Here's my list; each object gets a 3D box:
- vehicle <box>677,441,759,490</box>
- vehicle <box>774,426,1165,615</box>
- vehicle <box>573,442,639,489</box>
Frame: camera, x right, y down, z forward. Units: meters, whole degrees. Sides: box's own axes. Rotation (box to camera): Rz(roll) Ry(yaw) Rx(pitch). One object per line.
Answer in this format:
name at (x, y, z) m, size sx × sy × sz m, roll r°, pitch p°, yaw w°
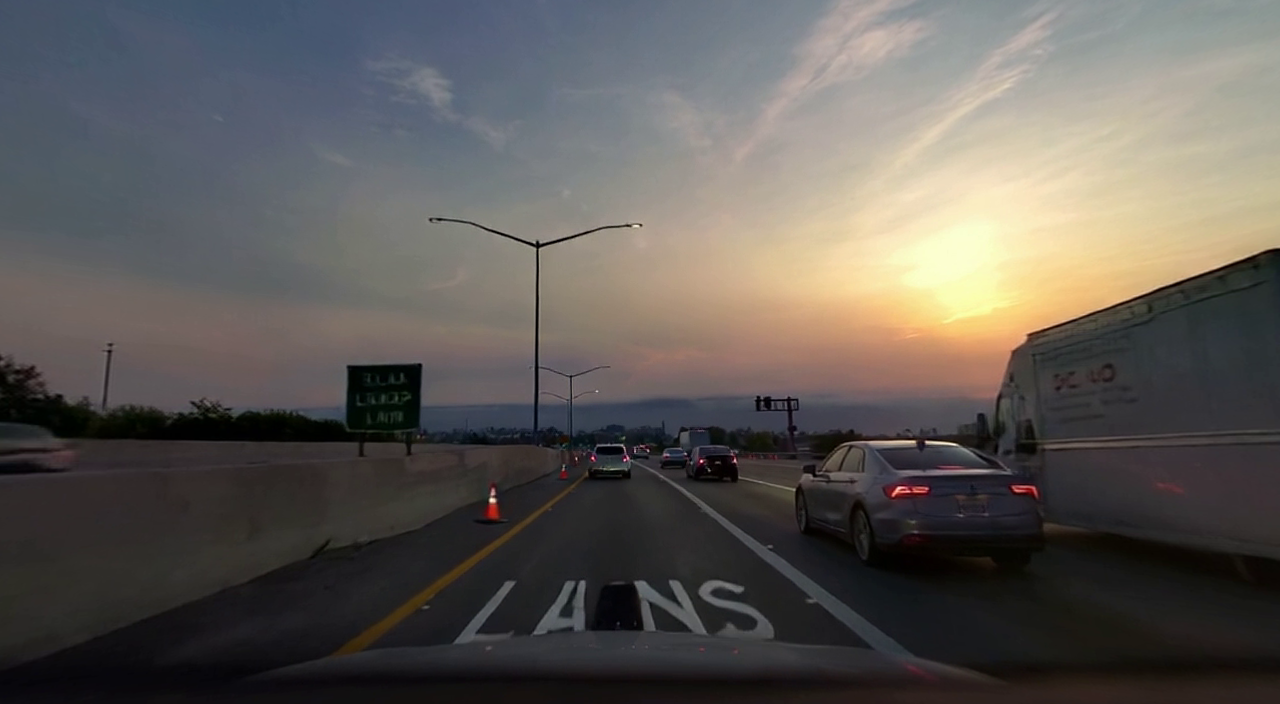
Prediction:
vehicle at (2.545, 3.842, 21.739) m, size 2.042 × 1.460 × 4.451 m, roll 0°, pitch -9°, yaw -3°
vehicle at (3.061, 1.652, 7.165) m, size 1.996 × 1.455 × 4.281 m, roll 0°, pitch -9°, yaw -2°
vehicle at (-1.123, 3.885, 21.915) m, size 2.069 × 1.470 × 4.004 m, roll 0°, pitch -9°, yaw -2°
